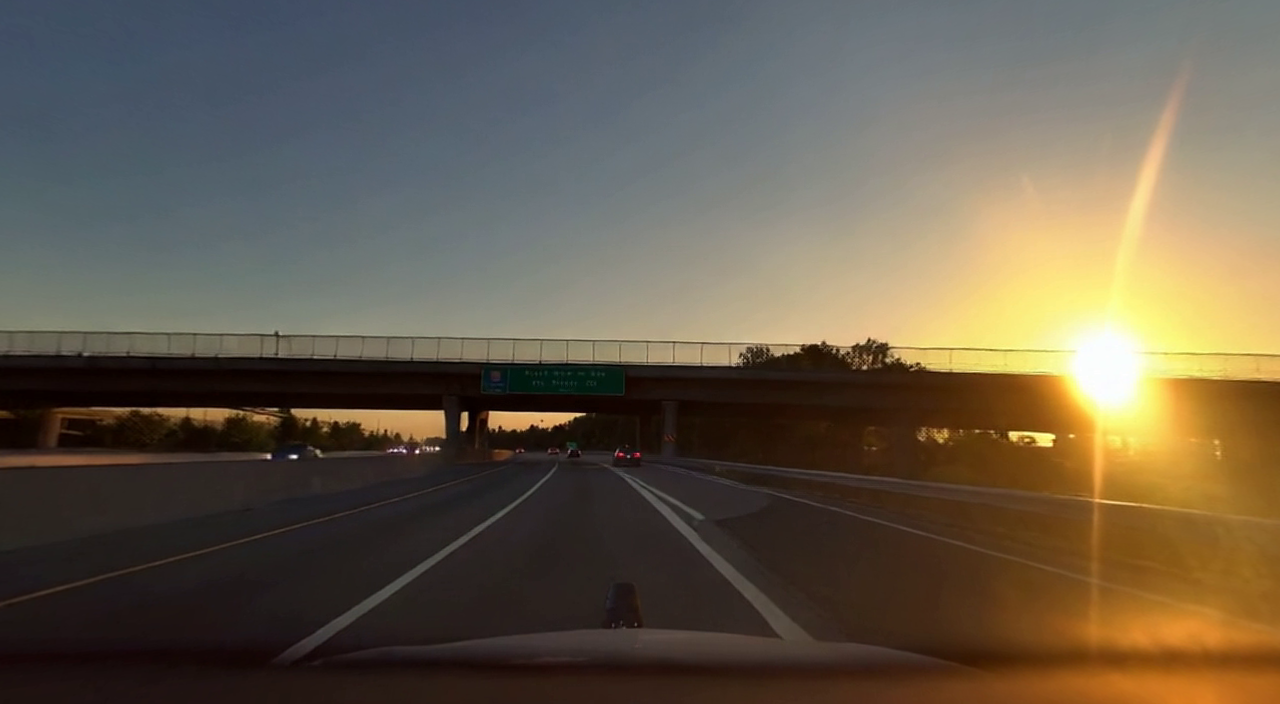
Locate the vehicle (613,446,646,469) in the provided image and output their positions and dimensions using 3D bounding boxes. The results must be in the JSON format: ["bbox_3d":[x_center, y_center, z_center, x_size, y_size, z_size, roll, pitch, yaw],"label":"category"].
[{"bbox_3d":[-0.769,7.143,42.578,2.140,1.455,4.135,0,-9,-2],"label":"vehicle"}]
